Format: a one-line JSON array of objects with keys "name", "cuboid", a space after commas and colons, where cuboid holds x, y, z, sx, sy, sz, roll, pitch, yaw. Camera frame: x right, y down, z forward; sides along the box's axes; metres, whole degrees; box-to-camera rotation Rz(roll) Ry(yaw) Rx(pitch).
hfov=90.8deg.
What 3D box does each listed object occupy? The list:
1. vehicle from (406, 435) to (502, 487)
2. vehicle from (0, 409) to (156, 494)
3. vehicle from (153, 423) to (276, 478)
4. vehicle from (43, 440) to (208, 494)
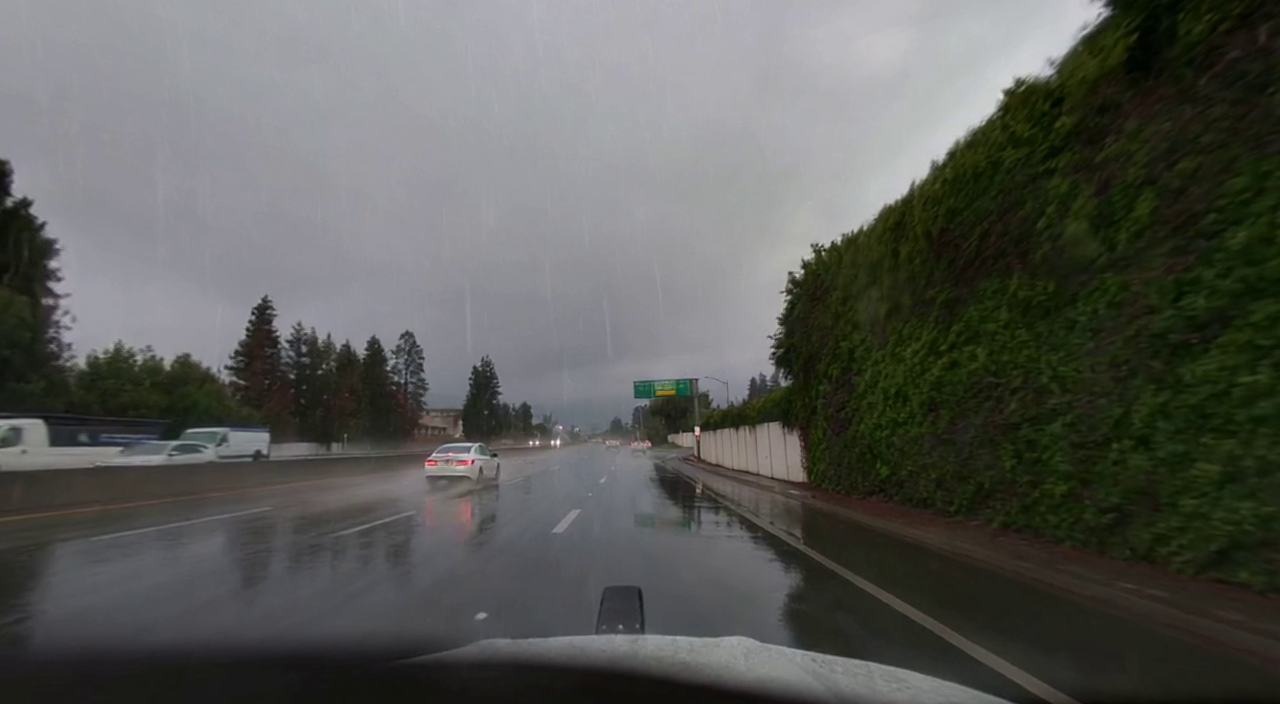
[{"name": "vehicle", "cuboid": [-6.726, 3.993, 23.469, 2.115, 1.711, 4.722, 0, -9, 0]}, {"name": "vehicle", "cuboid": [-26.194, 4.353, 27.755, 2.959, 3.242, 8.689, 0, -9, -1]}, {"name": "vehicle", "cuboid": [-26.417, 6.150, 39.747, 2.778, 3.125, 7.002, 0, -8, 0]}, {"name": "vehicle", "cuboid": [-19.145, 4.269, 23.946, 1.896, 1.785, 5.244, 0, -9, -1]}]
